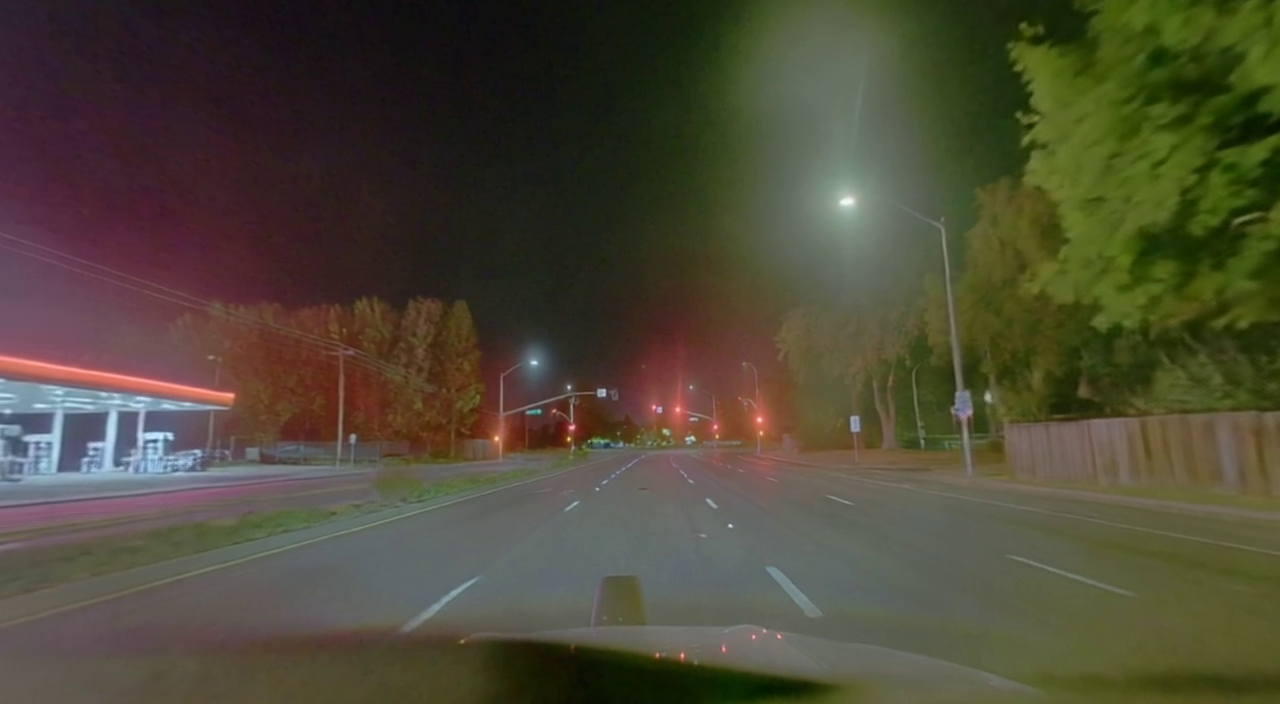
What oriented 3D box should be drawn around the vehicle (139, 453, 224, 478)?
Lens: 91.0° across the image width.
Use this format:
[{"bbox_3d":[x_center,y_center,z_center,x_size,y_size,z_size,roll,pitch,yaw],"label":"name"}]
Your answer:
[{"bbox_3d":[-33.668,8.325,46.347,1.992,1.721,4.570,-7,-11,40],"label":"vehicle"}]
